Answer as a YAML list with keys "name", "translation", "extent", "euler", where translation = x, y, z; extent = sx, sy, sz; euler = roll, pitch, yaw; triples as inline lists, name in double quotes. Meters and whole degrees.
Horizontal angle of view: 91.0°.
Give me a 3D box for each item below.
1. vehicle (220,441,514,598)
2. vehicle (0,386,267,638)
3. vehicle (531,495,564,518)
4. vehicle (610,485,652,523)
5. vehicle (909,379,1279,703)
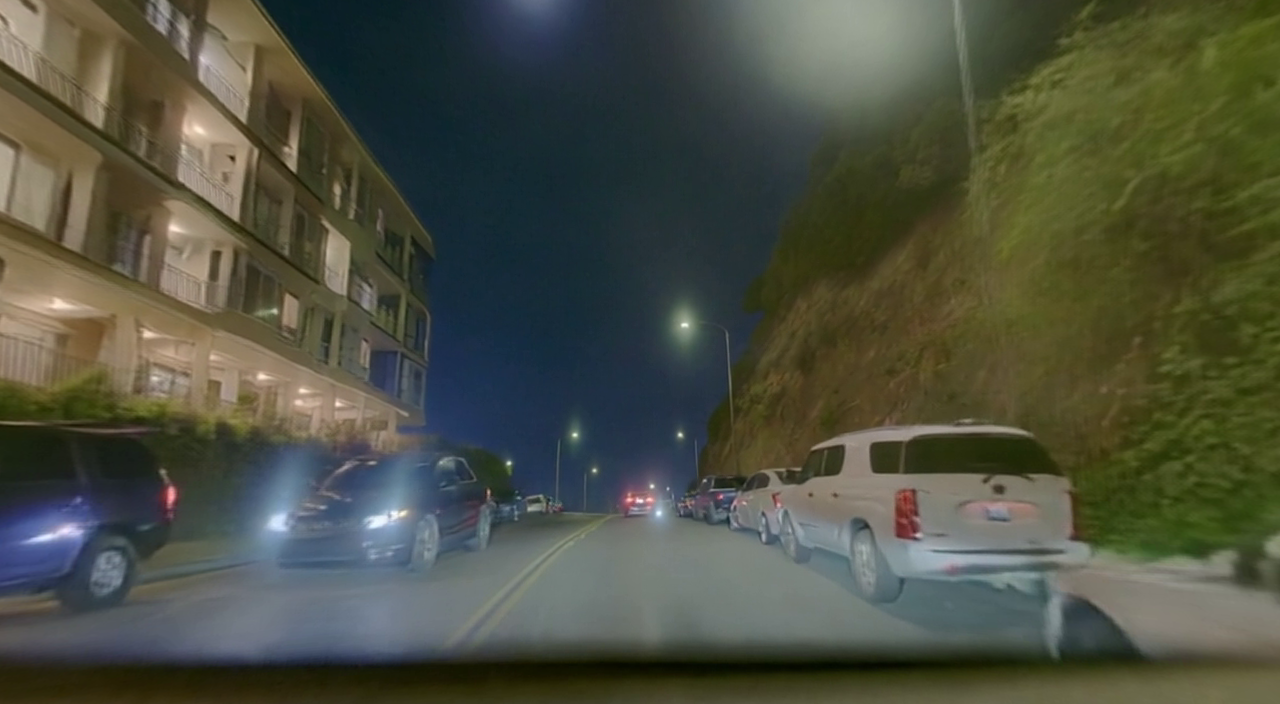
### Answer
- name: "vehicle"
  translation: [-3.336, 2.208, 9.000]
  extent: [2.102, 1.621, 4.627]
  euler: [0, -11, 0]
- name: "vehicle"
  translation: [-6.384, 1.358, 5.475]
  extent: [2.692, 1.949, 5.948]
  euler: [0, -11, -1]
- name: "vehicle"
  translation: [-7.033, 11.829, 48.291]
  extent: [1.859, 1.428, 4.465]
  euler: [0, -10, -1]
- name: "vehicle"
  translation: [-0.536, 8.368, 34.953]
  extent: [2.201, 1.731, 3.854]
  euler: [0, -8, -2]
- name: "vehicle"
  translation: [2.620, 0.776, 1.382]
  extent: [1.933, 1.465, 4.698]
  euler: [0, -8, -1]
